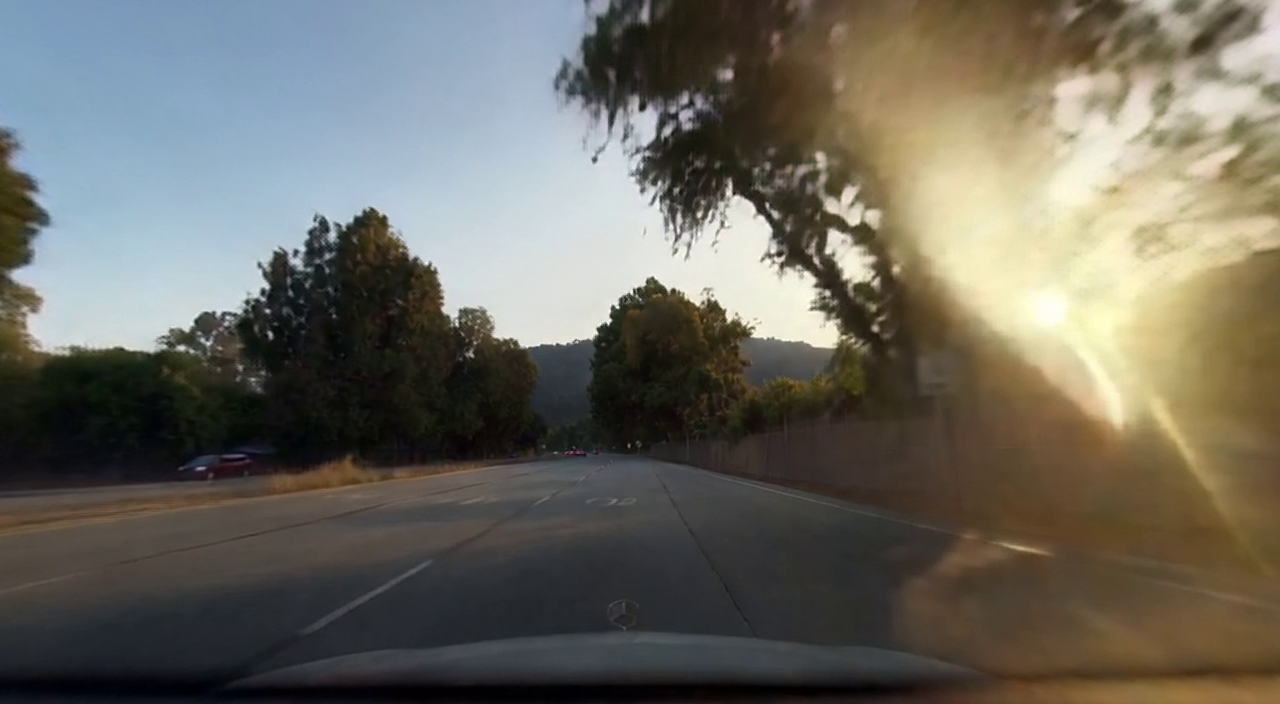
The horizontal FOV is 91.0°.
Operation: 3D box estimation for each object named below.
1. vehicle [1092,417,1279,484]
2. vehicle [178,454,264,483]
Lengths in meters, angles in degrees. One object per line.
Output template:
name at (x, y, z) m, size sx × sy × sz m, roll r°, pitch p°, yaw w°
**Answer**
vehicle at (16.496, 2.898, 18.527) m, size 4.740 × 1.831 × 2.002 m, roll 0°, pitch -9°, yaw 0°
vehicle at (-24.323, 6.768, 36.766) m, size 1.914 × 1.500 × 4.462 m, roll -1°, pitch -9°, yaw 0°
